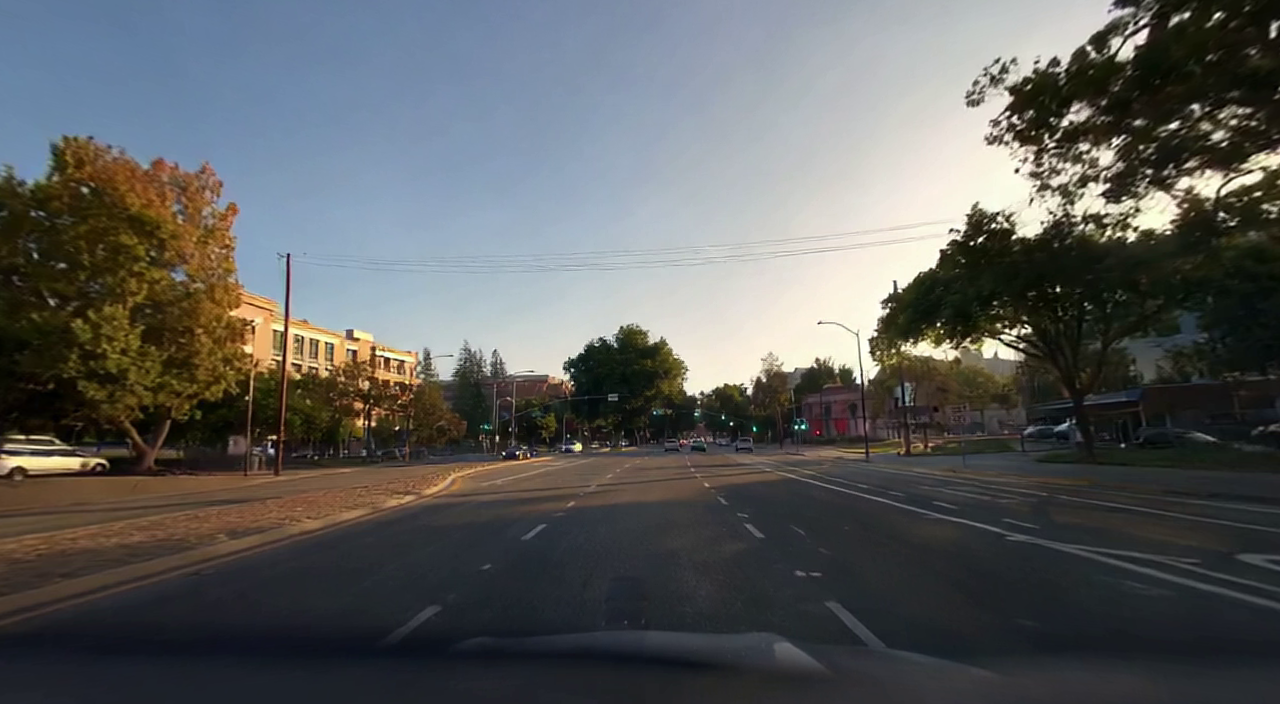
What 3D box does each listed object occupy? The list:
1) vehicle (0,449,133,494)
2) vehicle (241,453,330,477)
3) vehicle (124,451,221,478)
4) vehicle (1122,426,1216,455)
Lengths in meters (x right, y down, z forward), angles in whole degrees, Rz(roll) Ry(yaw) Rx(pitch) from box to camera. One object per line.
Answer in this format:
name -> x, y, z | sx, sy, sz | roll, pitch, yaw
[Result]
vehicle -> -25.576, 5.185, 27.860 | 1.962, 1.776, 4.701 | -1, -8, 8
vehicle -> -23.038, 7.326, 41.071 | 4.606, 1.458, 1.837 | 1, -8, -5
vehicle -> -30.219, 7.309, 40.871 | 4.585, 1.636, 2.000 | 0, -10, -2
vehicle -> 28.069, 4.706, 33.601 | 1.864, 1.431, 3.703 | -1, -8, 4
